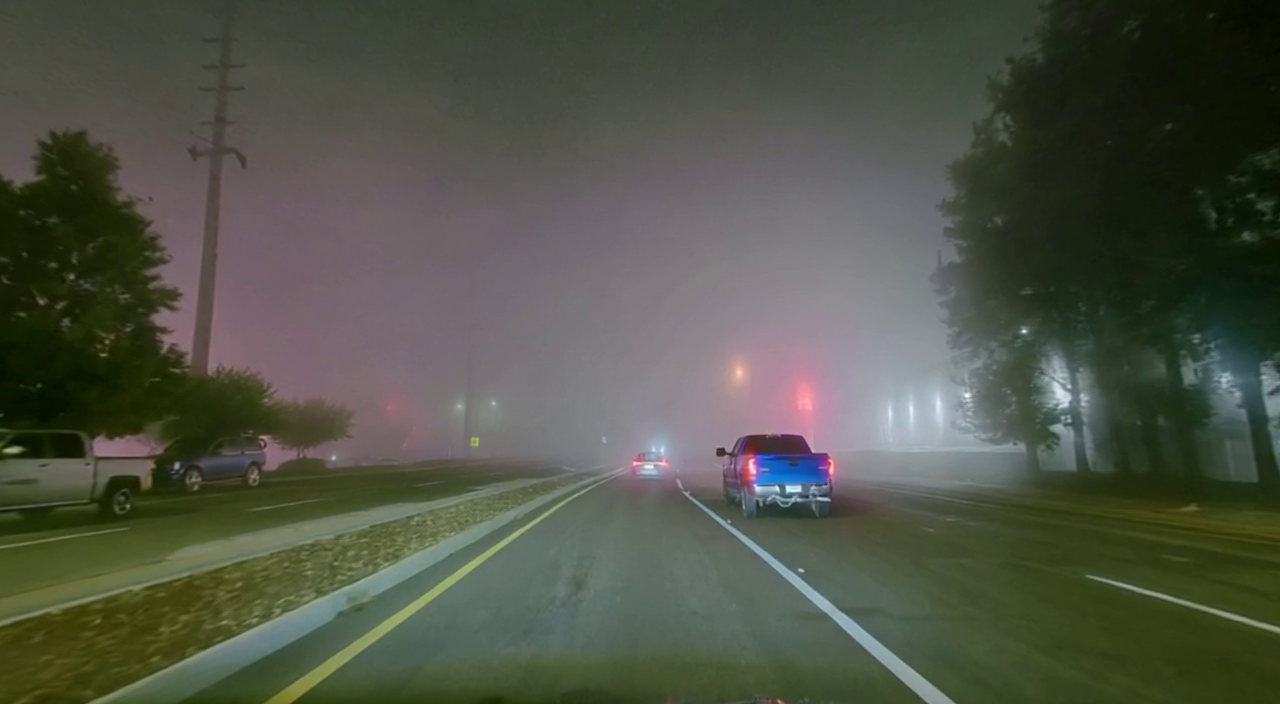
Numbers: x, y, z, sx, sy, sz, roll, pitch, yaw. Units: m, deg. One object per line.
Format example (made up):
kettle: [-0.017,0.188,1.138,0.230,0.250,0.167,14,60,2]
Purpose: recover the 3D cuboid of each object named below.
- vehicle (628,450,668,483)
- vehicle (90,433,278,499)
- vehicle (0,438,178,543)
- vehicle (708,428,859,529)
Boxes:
vehicle: [0.452,5.912,32.806,1.968,1.521,4.262,0,-9,2]
vehicle: [-14.401,3.617,20.404,2.154,1.806,5.096,0,-9,1]
vehicle: [-10.451,2.225,10.512,1.991,1.537,4.605,1,-9,-1]
vehicle: [3.083,2.891,15.094,2.367,1.919,5.651,0,-9,1]
